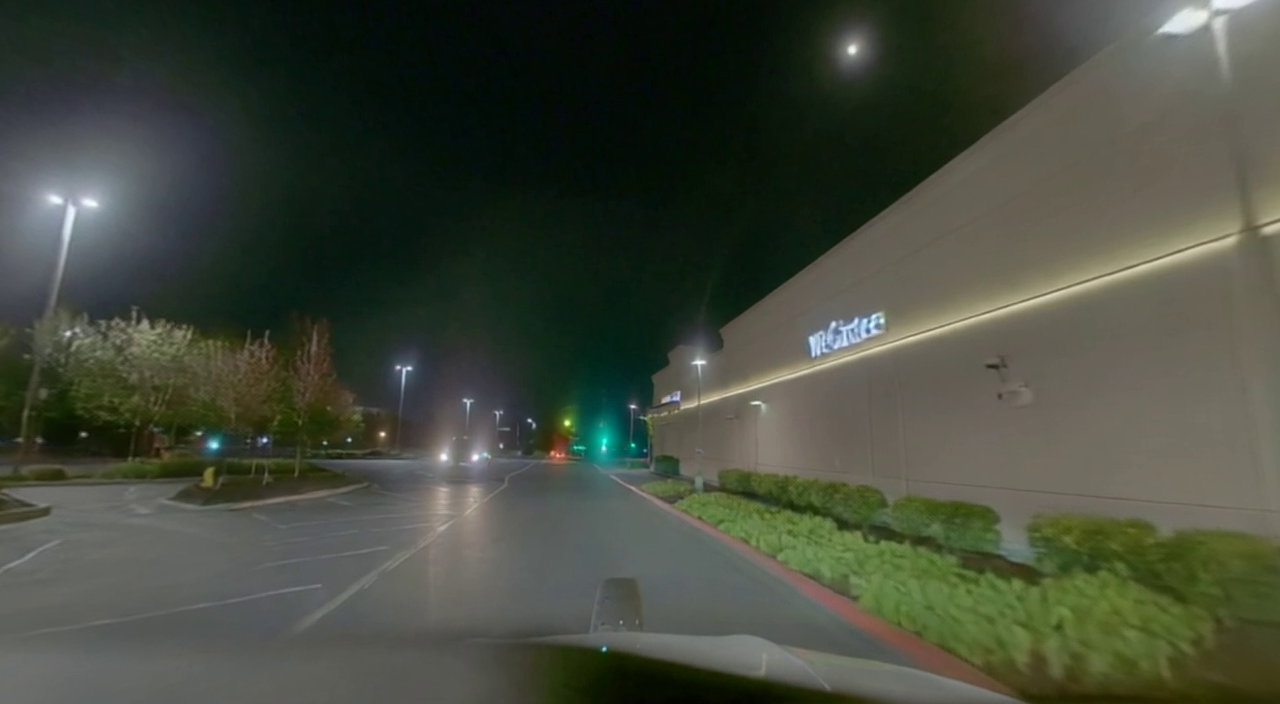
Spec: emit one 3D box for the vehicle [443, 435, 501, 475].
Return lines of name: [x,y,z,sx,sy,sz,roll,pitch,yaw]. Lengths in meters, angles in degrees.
vehicle: [-8.264,5.100,31.578,2.180,1.806,4.541,1,-8,-7]
